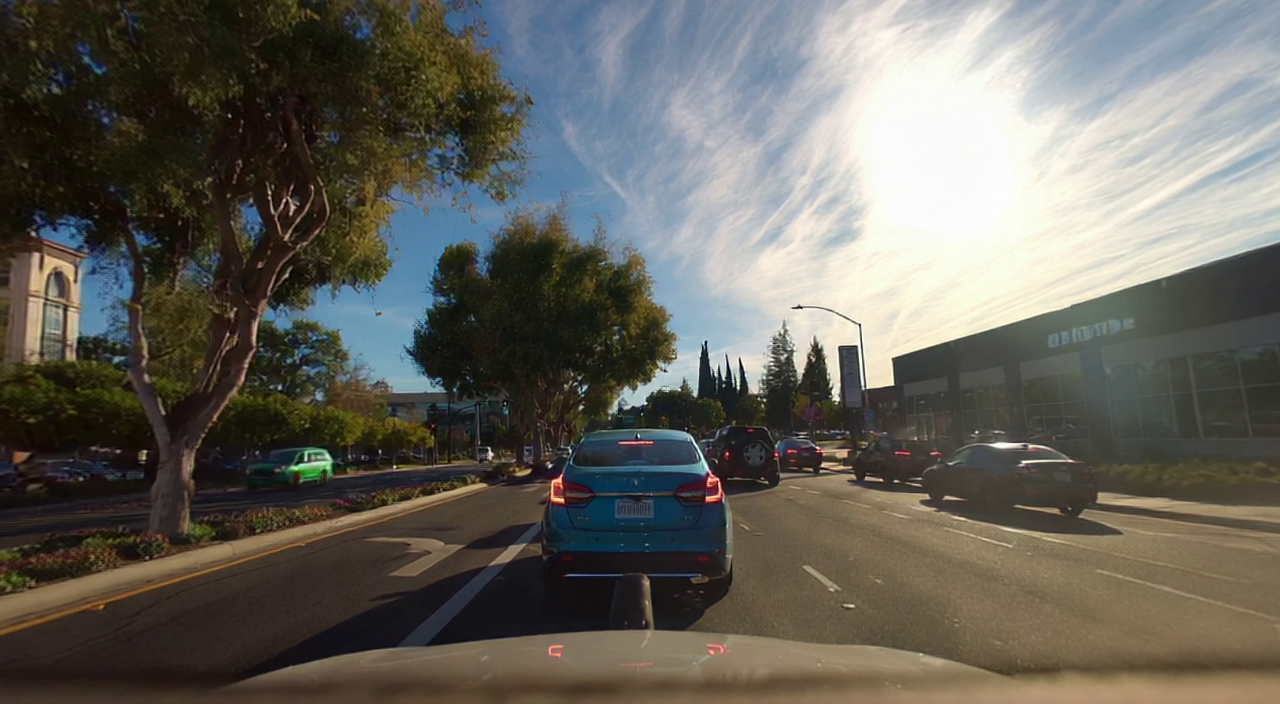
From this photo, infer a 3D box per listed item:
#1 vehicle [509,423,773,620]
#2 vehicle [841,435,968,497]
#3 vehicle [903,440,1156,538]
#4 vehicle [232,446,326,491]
[{"bbox_3d":[-0.020,1.597,6.996,1.977,1.465,4.376,0,-8,-1],"label":"vehicle"},{"bbox_3d":[7.883,3.414,19.328,1.963,1.637,4.527,0,-8,1],"label":"vehicle"},{"bbox_3d":[6.831,2.398,11.791,1.911,1.468,4.417,0,-8,0],"label":"vehicle"},{"bbox_3d":[-15.620,5.006,27.563,2.163,1.743,4.428,1,-9,-11],"label":"vehicle"}]
